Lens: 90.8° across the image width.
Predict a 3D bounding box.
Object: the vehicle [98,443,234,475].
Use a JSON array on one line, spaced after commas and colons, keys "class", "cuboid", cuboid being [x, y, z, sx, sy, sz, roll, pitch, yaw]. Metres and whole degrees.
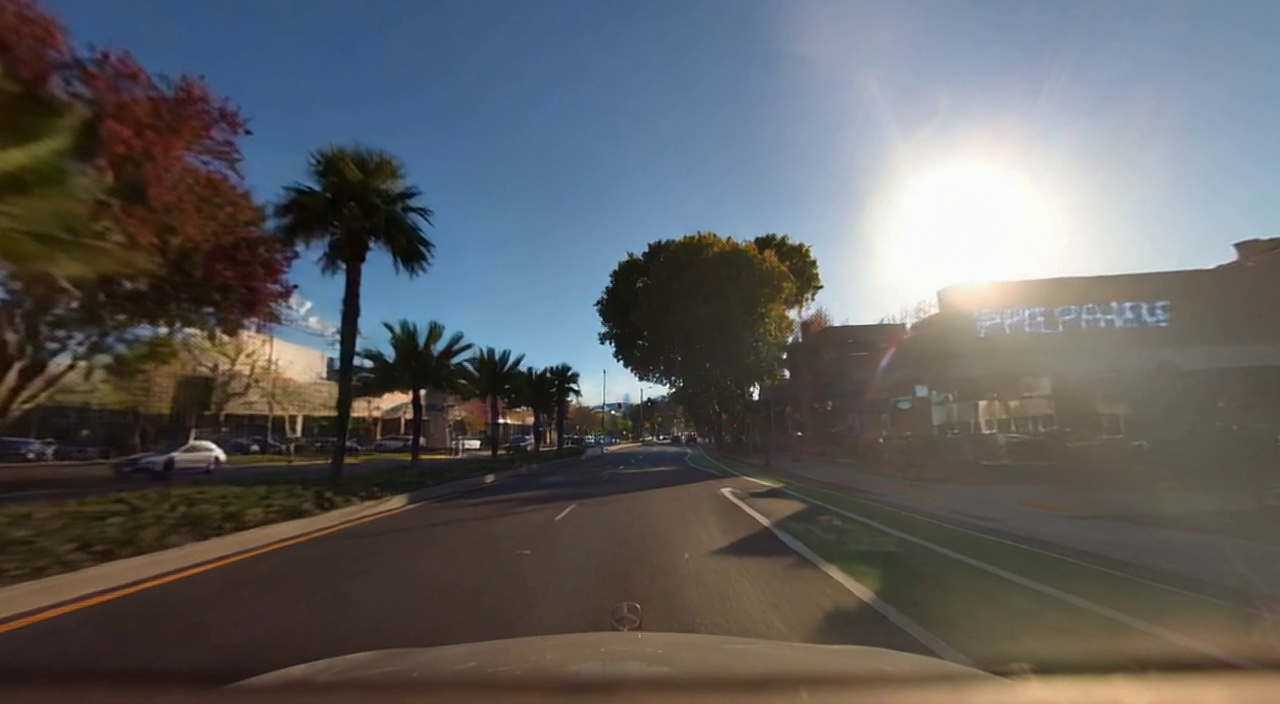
[{"class": "vehicle", "cuboid": [-24.142, 5.449, 32.396, 5.136, 1.515, 1.964, 2, -8, -14]}]
